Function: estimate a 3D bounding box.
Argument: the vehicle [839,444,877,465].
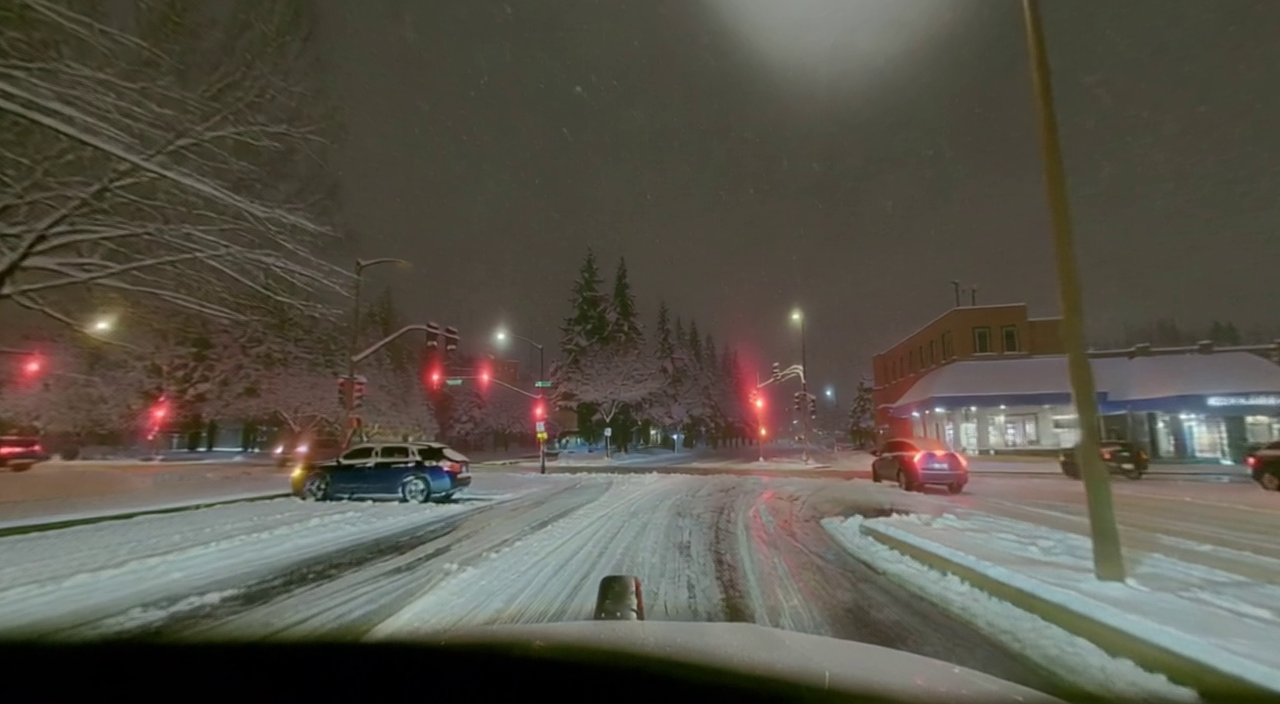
[{"bbox_3d":[16.531,7.750,48.071,1.824,1.453,4.148,-3,-9,8],"label":"vehicle"}]

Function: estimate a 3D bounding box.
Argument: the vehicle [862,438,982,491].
[{"bbox_3d":[9.012,3.615,20.702,2.061,1.519,4.794,-1,-8,5],"label":"vehicle"}]

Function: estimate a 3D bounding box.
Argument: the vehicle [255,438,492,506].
[{"bbox_3d":[-6.297,2.824,15.236,4.792,1.468,2.116,-1,-8,10],"label":"vehicle"}]

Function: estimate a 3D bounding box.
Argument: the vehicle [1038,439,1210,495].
[{"bbox_3d":[14.386,3.414,19.178,1.951,1.491,4.359,-1,-8,4],"label":"vehicle"}]
